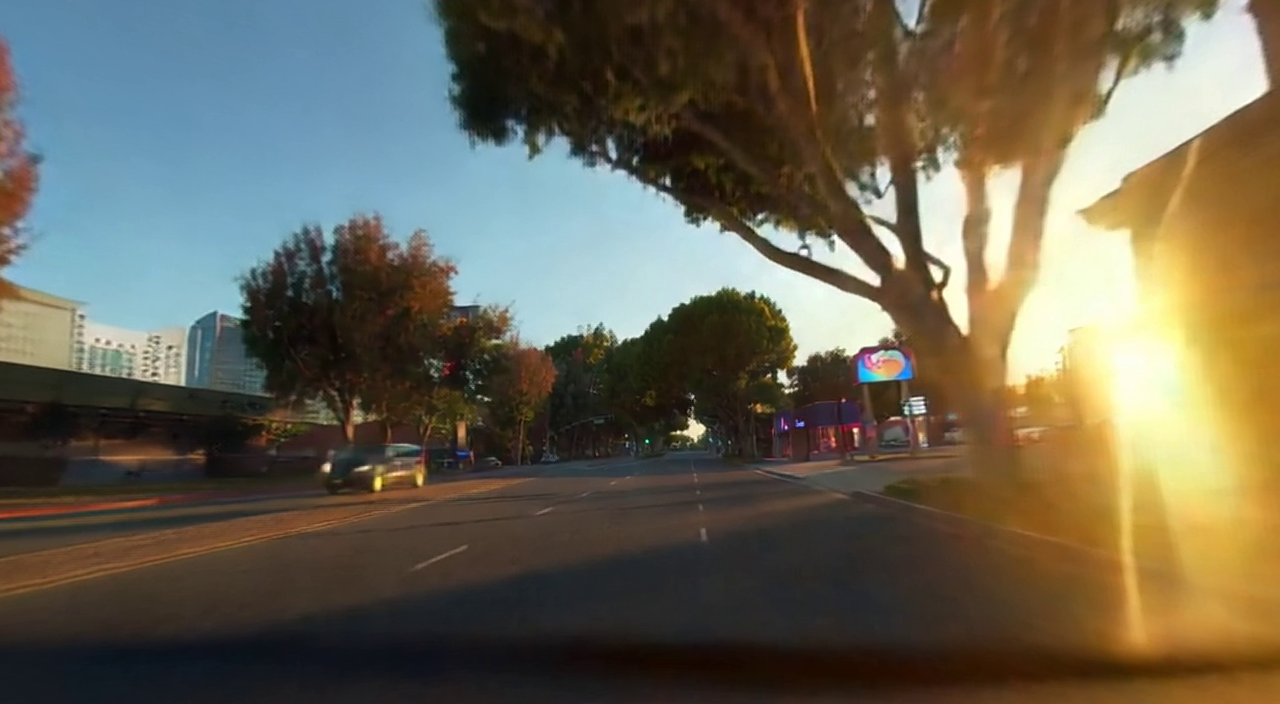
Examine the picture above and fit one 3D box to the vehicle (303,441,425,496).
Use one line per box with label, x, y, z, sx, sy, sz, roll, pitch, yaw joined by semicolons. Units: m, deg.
vehicle;-9.864;4.159;22.965;2.209;1.773;4.481;0;-9;3
